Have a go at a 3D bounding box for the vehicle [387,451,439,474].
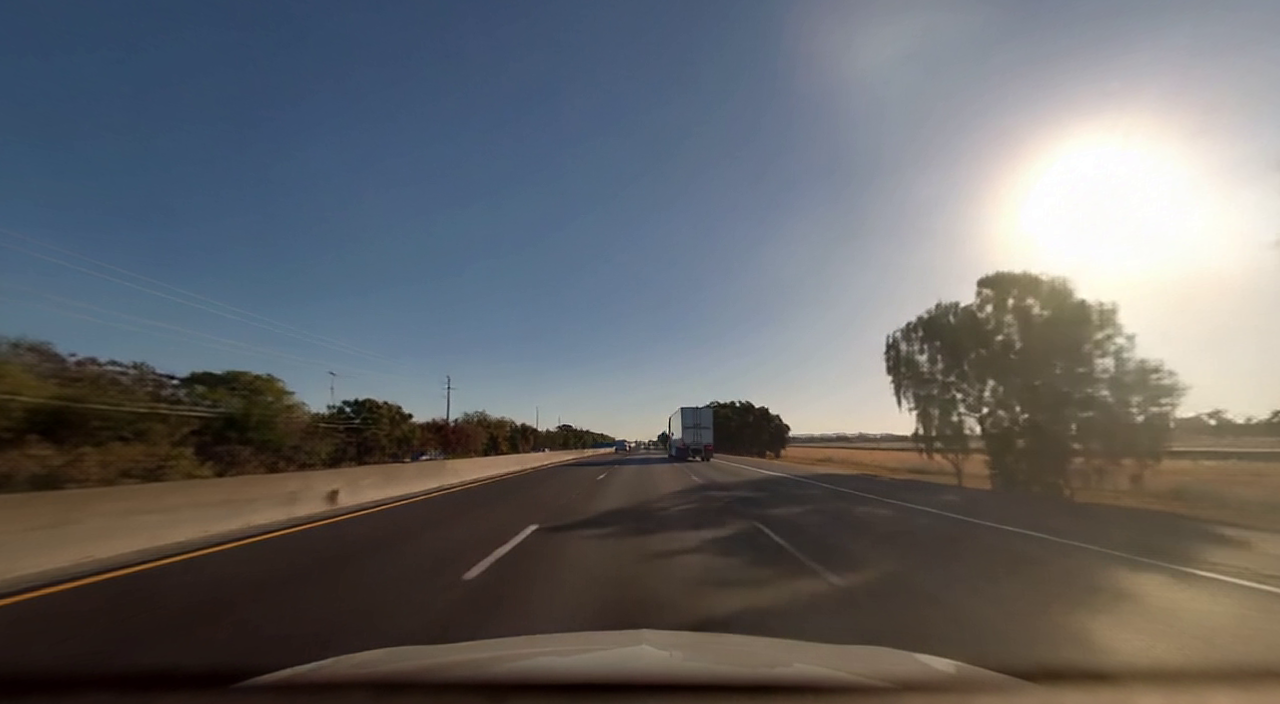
[{"bbox_3d":[-16.402,8.006,45.643,1.913,1.512,4.689,0,-9,2],"label":"vehicle"}]
